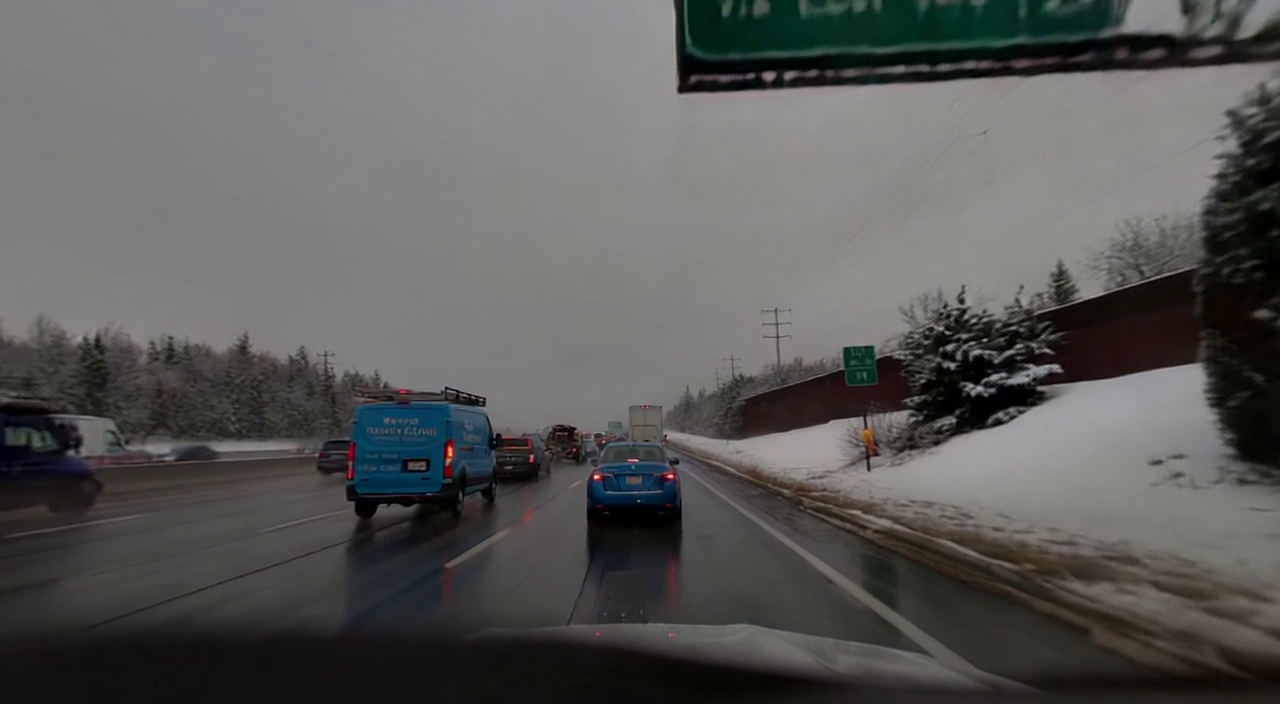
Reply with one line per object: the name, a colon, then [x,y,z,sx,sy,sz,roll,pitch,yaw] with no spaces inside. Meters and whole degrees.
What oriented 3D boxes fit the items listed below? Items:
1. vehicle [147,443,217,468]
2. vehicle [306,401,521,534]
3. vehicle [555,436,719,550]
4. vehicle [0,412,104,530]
vehicle: [-28.741,6.493,39.494,1.630,1.437,3.588,-2,-8,1]
vehicle: [-3.797,2.050,11.639,2.142,1.952,4.556,0,-8,2]
vehicle: [-0.035,2.074,9.965,2.054,1.421,4.090,0,-8,0]
vehicle: [-11.245,1.806,9.363,2.040,1.872,4.969,0,-8,0]
